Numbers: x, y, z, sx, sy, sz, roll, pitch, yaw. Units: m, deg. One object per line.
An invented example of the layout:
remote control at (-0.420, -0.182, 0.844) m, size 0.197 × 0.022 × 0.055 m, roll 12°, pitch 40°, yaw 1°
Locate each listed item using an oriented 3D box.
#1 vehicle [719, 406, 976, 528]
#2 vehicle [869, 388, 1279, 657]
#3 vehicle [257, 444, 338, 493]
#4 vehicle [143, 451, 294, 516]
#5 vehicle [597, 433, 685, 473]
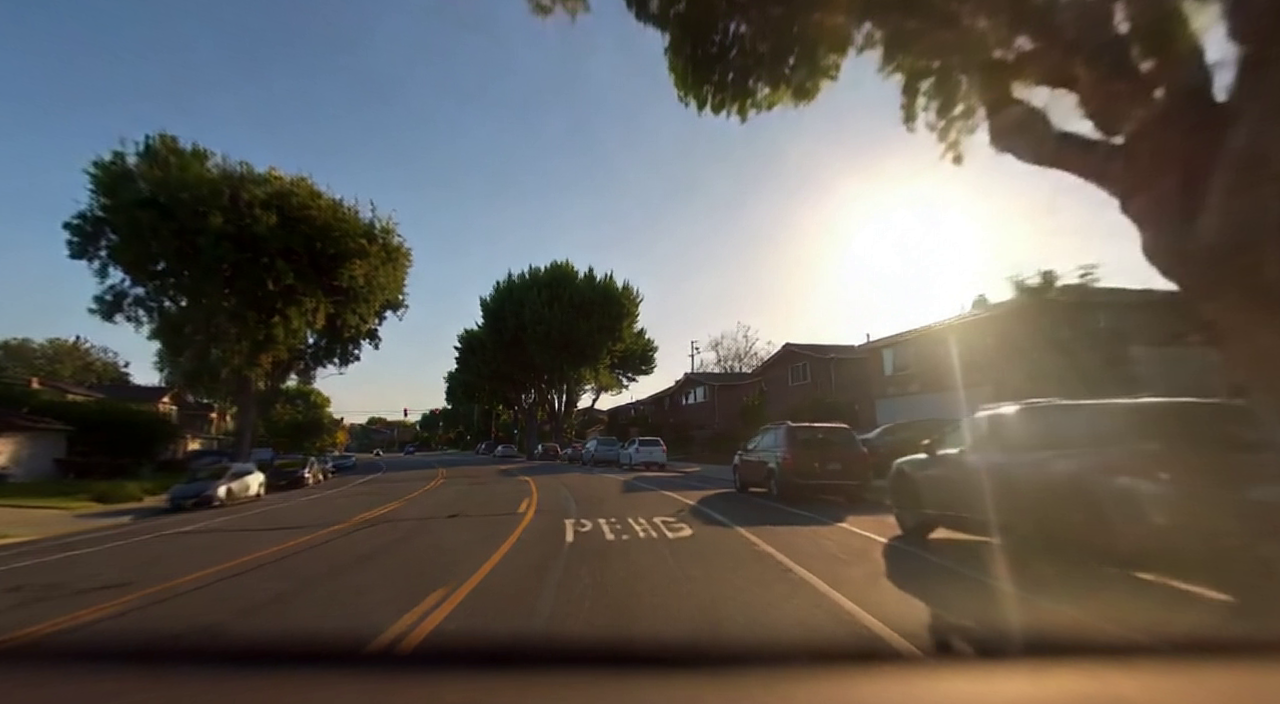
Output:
vehicle at (3.931, 2.396, 13.880) m, size 2.402 × 1.889 × 6.910 m, roll 4°, pitch -9°, yaw -9°
vehicle at (4.910, 1.526, 6.897) m, size 1.954 × 1.732 × 6.409 m, roll 2°, pitch -8°, yaw -5°
vehicle at (-15.557, 5.254, 28.879) m, size 1.992 × 1.677 × 4.499 m, roll -5°, pitch -6°, yaw -13°
vehicle at (-13.175, 4.056, 20.089) m, size 2.292 × 1.499 × 4.661 m, roll -4°, pitch -7°, yaw -11°
vehicle at (-0.165, 5.200, 32.535) m, size 2.723 × 1.785 × 7.174 m, roll 3°, pitch -9°, yaw -15°
